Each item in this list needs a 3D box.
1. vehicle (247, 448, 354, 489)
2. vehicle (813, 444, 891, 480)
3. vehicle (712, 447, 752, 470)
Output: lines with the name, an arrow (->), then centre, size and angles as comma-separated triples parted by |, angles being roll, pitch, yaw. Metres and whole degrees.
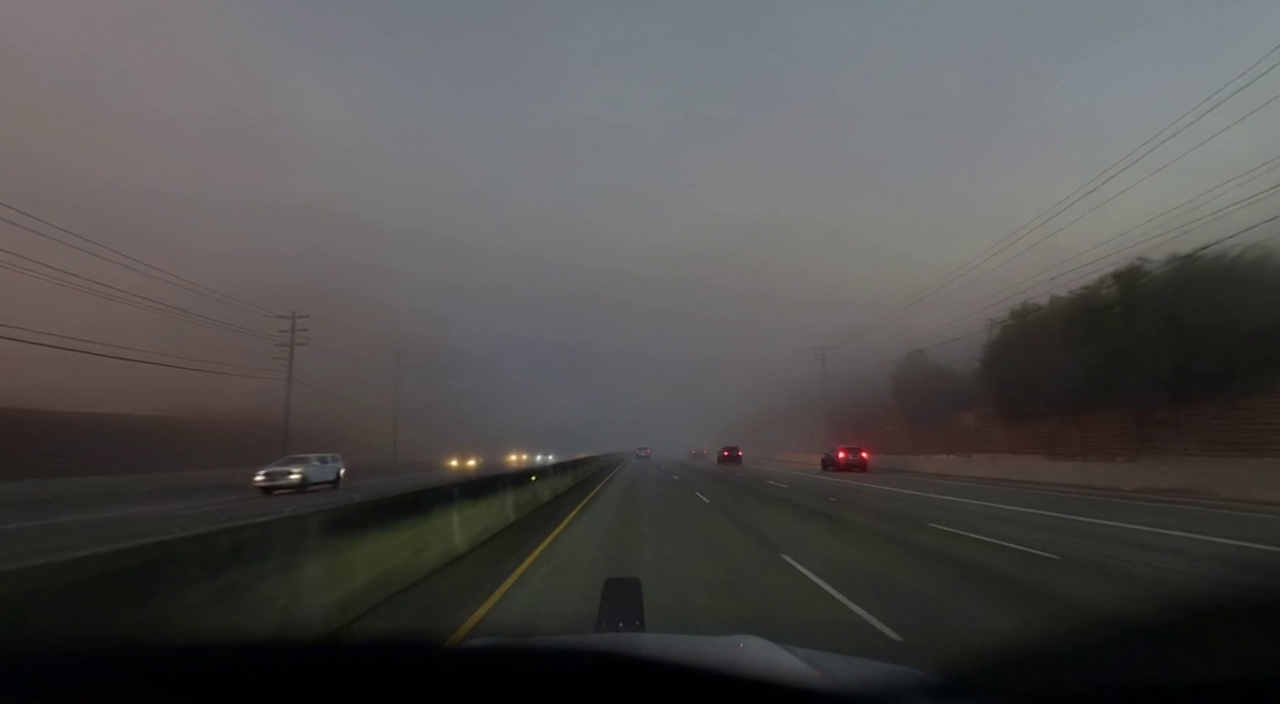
vehicle -> -16.860, 5.795, 31.849 | 2.162, 1.854, 5.743 | 0, -9, 0
vehicle -> 9.633, 5.011, 29.159 | 1.969, 1.506, 4.422 | 0, -9, -2
vehicle -> 6.449, 7.474, 44.754 | 2.069, 1.520, 4.614 | 0, -9, -1
